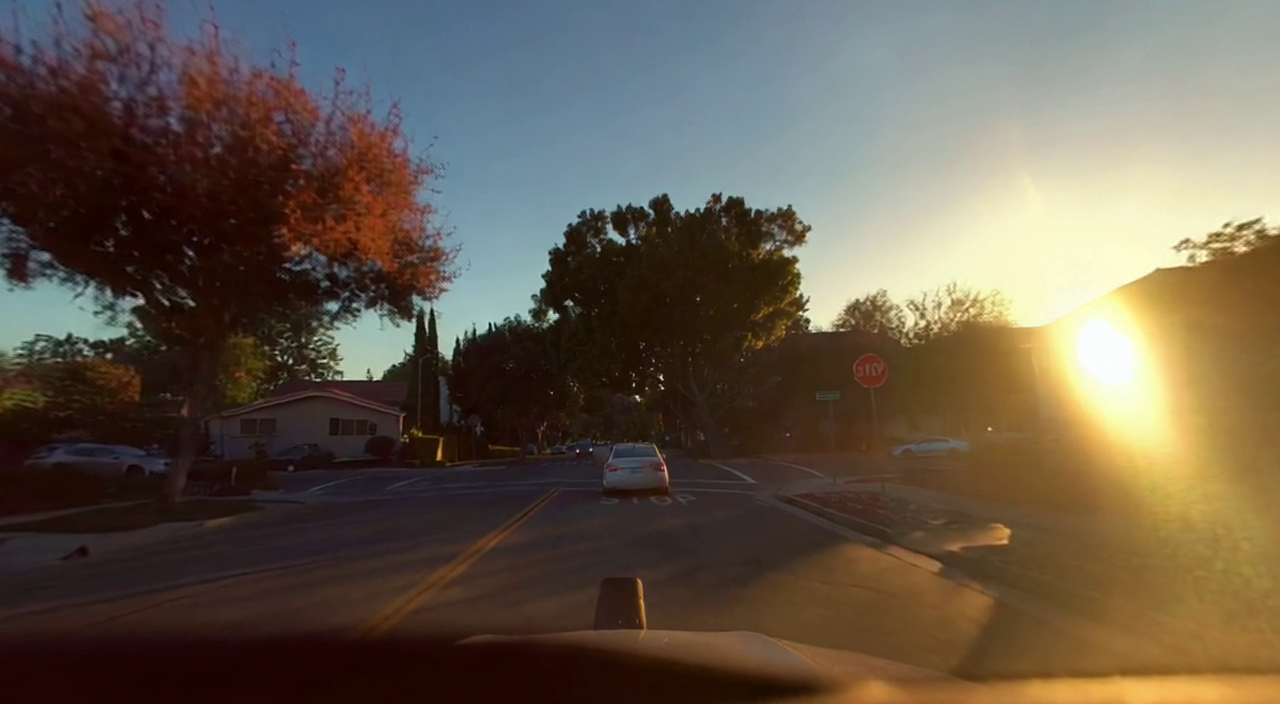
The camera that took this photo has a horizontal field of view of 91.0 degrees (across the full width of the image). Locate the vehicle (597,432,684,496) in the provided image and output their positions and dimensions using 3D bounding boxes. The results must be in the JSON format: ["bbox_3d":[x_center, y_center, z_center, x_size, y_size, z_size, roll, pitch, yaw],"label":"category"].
[{"bbox_3d":[-0.056,2.968,17.012,2.043,1.484,4.340,0,-9,-2],"label":"vehicle"}]

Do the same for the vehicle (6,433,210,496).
[{"bbox_3d":[-20.951,4.460,25.052,5.796,1.946,2.391,-3,-10,-4],"label":"vehicle"}]

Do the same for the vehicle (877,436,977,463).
[{"bbox_3d":[16.501,5.606,36.338,4.748,1.488,2.029,1,-9,-4],"label":"vehicle"}]
